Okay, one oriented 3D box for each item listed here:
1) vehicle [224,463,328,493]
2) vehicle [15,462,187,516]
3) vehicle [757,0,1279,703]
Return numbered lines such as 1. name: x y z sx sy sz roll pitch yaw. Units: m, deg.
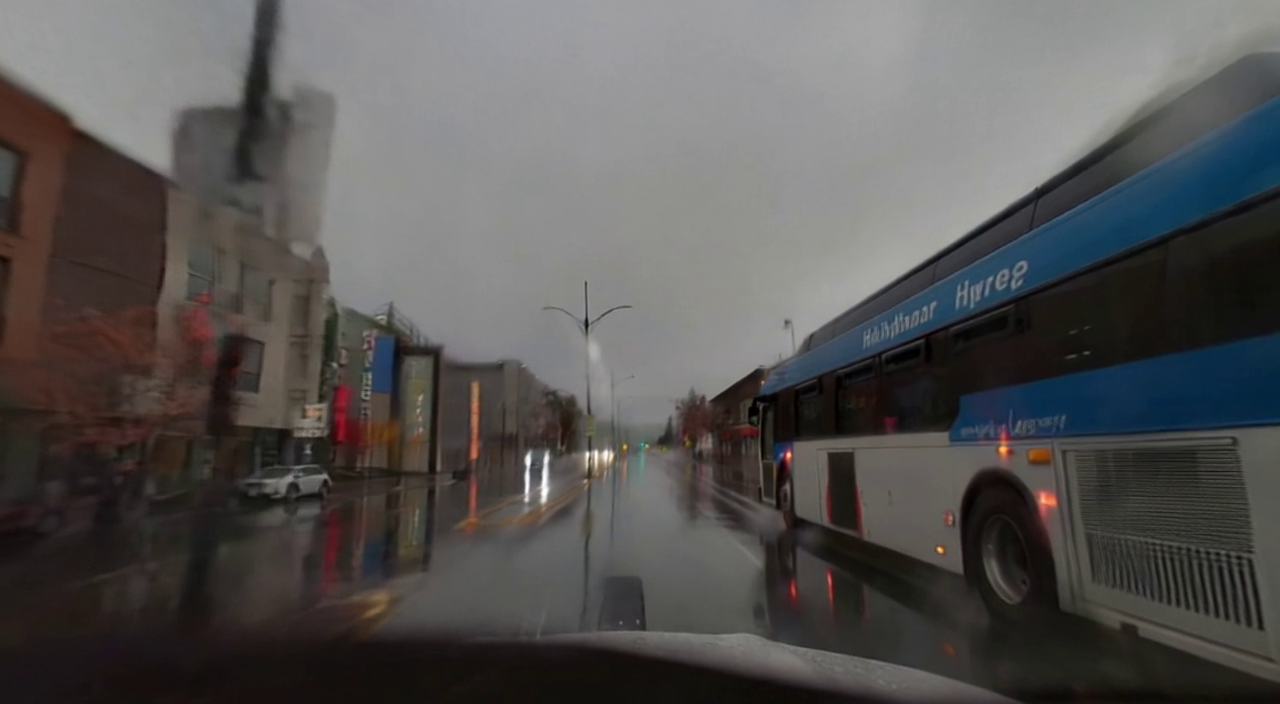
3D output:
1. vehicle: -19.549 6.760 34.057 4.409 1.508 1.803 0 -9 -3
2. vehicle: -19.285 4.883 22.784 4.325 1.777 1.948 0 -9 -1
3. vehicle: 4.043 0.579 5.918 3.194 3.345 12.428 0 -8 -2
